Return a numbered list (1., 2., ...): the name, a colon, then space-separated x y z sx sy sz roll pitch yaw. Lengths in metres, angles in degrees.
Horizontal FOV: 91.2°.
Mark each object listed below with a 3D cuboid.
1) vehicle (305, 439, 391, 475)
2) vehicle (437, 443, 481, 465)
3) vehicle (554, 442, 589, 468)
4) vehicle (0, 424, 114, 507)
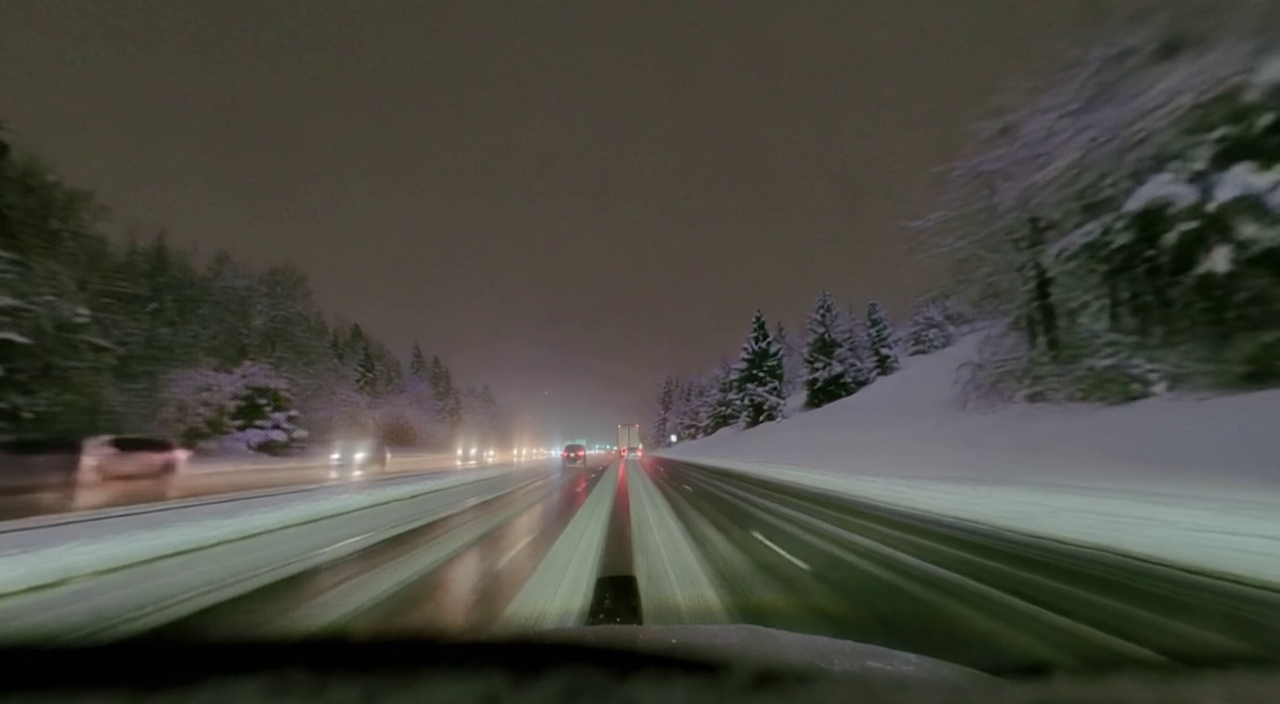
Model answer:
1. vehicle: -13.294 4.807 28.853 1.888 1.491 4.426 0 -9 -1
2. vehicle: -13.446 7.608 46.788 1.935 1.542 4.672 0 -9 -1
3. vehicle: -4.736 7.217 43.967 2.098 1.692 4.038 0 -9 -2
4. vehicle: -12.940 2.174 12.039 2.169 1.511 4.002 0 -9 -1
